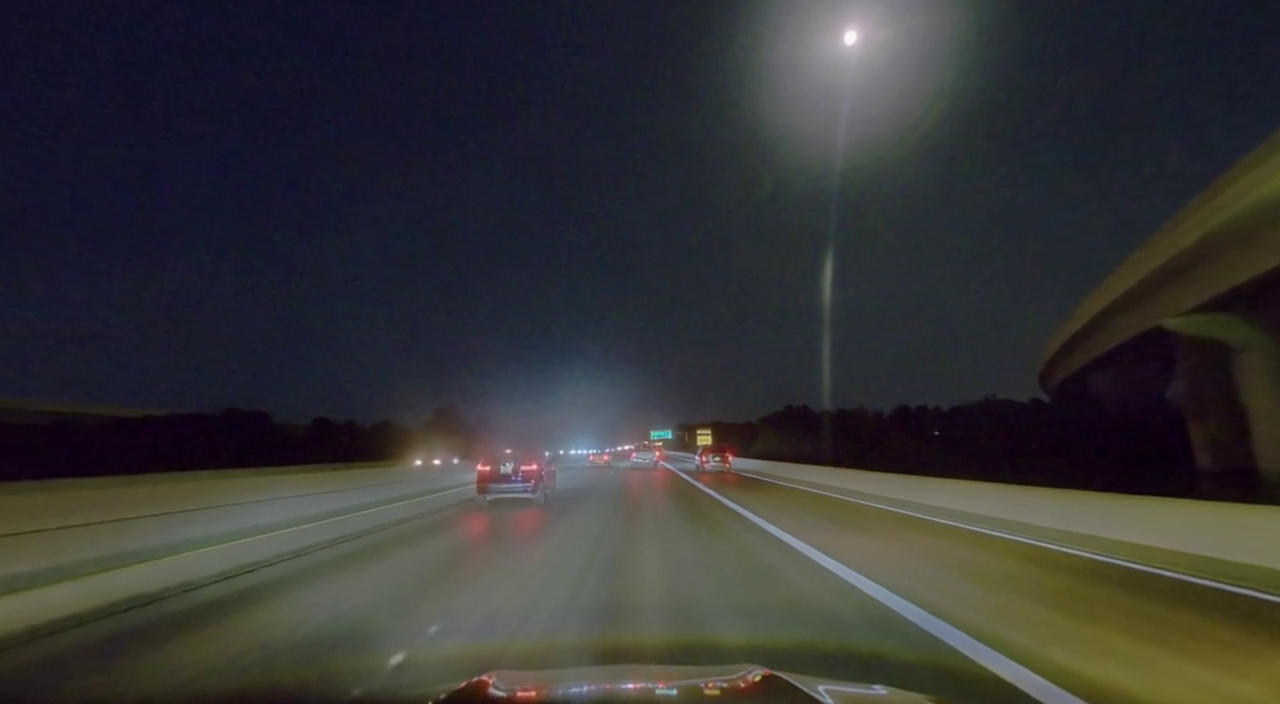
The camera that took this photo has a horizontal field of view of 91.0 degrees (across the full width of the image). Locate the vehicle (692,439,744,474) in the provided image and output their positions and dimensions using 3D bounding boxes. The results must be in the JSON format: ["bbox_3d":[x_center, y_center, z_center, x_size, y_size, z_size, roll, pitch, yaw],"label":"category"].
[{"bbox_3d":[4.222,5.771,34.889,2.231,1.807,4.588,0,-9,-1],"label":"vehicle"}]

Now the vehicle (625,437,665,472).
[{"bbox_3d":[0.262,5.954,36.663,2.155,1.909,4.529,0,-9,0],"label":"vehicle"}]

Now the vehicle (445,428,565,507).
[{"bbox_3d":[-3.295,2.945,16.424,2.089,1.751,4.515,0,-9,0],"label":"vehicle"}]

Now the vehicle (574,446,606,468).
[{"bbox_3d":[-3.559,7.572,45.517,1.994,1.475,4.171,0,-9,0],"label":"vehicle"}]
